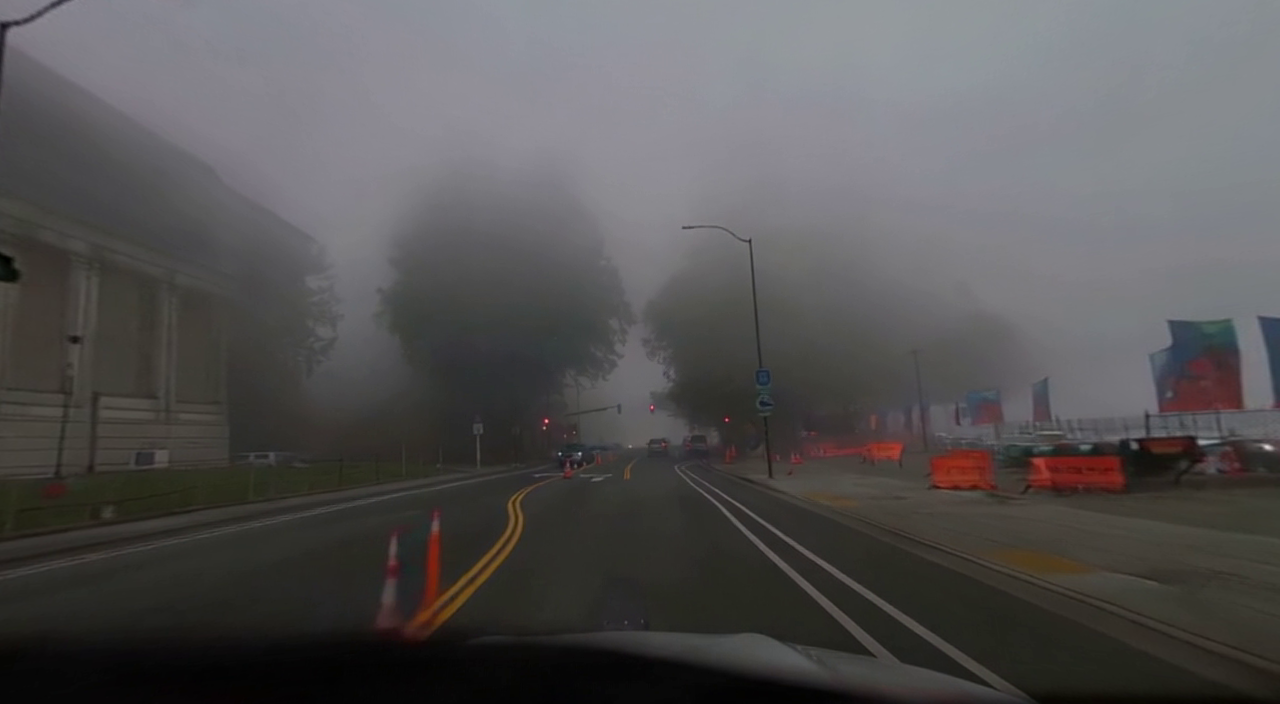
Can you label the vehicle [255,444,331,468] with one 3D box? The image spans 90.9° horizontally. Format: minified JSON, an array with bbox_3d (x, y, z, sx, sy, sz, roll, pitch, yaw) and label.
[{"bbox_3d":[-26.099,7.806,47.514,4.445,1.753,2.044,0,-8,0],"label":"vehicle"}]
